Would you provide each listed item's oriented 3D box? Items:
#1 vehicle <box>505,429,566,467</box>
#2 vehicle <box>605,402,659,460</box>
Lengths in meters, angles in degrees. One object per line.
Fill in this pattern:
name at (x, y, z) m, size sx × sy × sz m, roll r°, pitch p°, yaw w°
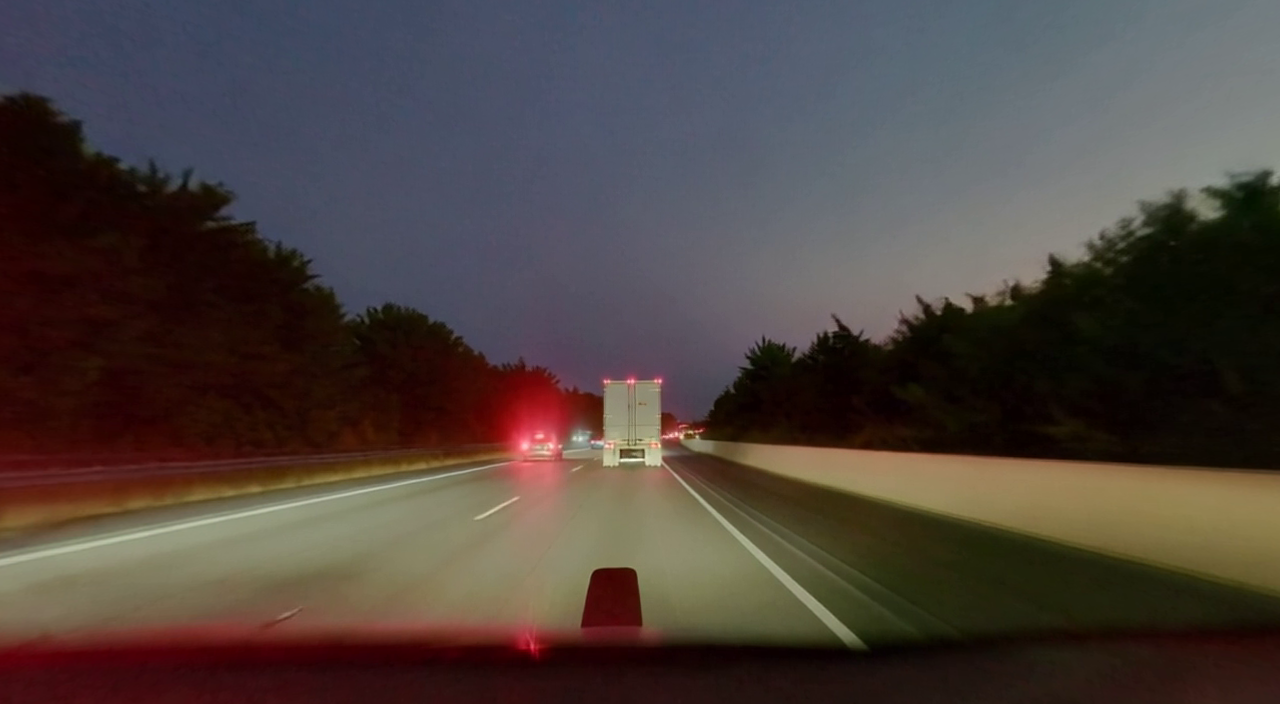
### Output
vehicle at (-4.890, 4.570, 30.221) m, size 2.138 × 1.697 × 4.587 m, roll 0°, pitch -8°, yaw 0°
vehicle at (-0.362, 3.492, 27.892) m, size 2.319 × 2.461 × 1.270 m, roll 0°, pitch -8°, yaw -2°
